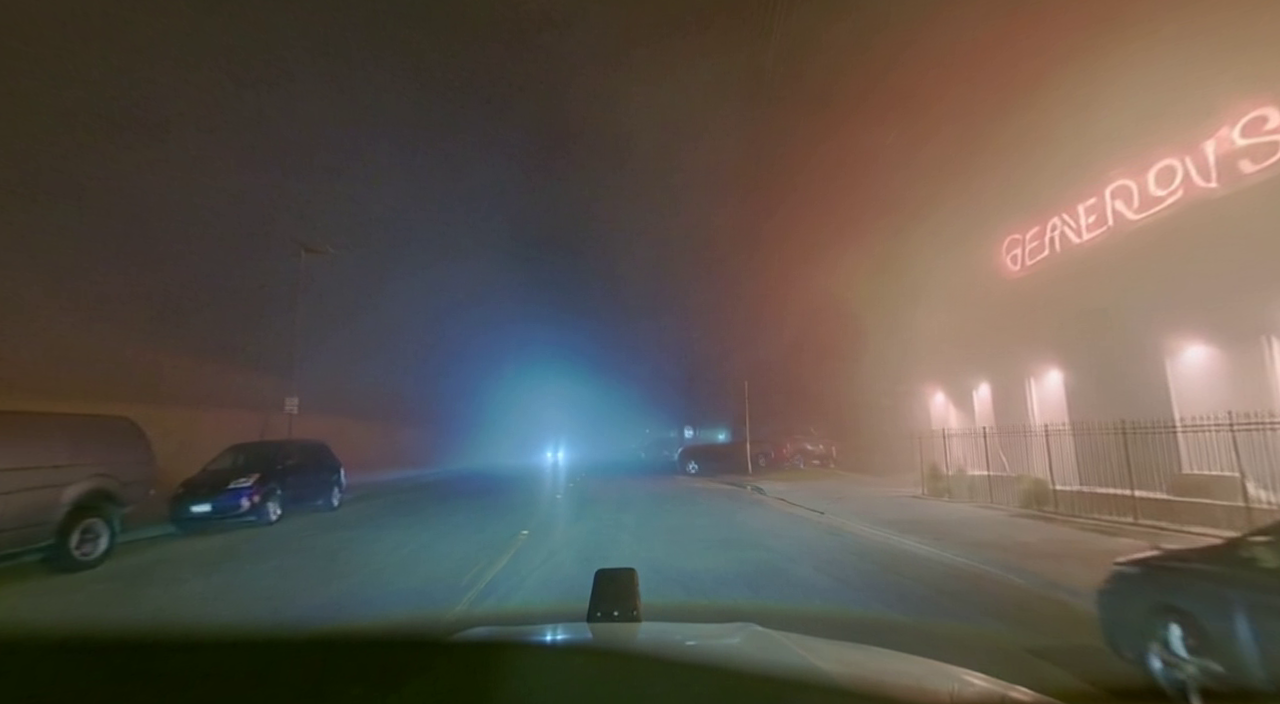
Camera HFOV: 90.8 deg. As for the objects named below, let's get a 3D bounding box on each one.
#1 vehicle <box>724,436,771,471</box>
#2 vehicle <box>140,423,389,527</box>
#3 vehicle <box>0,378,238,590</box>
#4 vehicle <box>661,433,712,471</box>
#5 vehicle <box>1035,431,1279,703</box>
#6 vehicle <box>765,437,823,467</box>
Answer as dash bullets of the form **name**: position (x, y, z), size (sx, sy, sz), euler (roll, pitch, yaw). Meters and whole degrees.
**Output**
- **vehicle**: position (6.116, 5.844, 36.202), size (1.911, 1.685, 3.764), euler (3, -12, -1)
- **vehicle**: position (-7.234, 2.414, 13.055), size (2.173, 1.685, 5.139), euler (0, -9, -3)
- **vehicle**: position (-7.119, 1.359, 6.476), size (2.504, 1.919, 5.658), euler (-2, -8, -3)
- **vehicle**: position (2.439, 5.449, 34.697), size (2.158, 1.900, 5.376), euler (0, -8, -2)
- **vehicle**: position (3.852, 1.015, 1.991), size (2.050, 1.475, 4.613), euler (2, -8, -4)
- **vehicle**: position (8.864, 5.799, 36.775), size (1.980, 1.606, 4.097), euler (1, -9, -5)
